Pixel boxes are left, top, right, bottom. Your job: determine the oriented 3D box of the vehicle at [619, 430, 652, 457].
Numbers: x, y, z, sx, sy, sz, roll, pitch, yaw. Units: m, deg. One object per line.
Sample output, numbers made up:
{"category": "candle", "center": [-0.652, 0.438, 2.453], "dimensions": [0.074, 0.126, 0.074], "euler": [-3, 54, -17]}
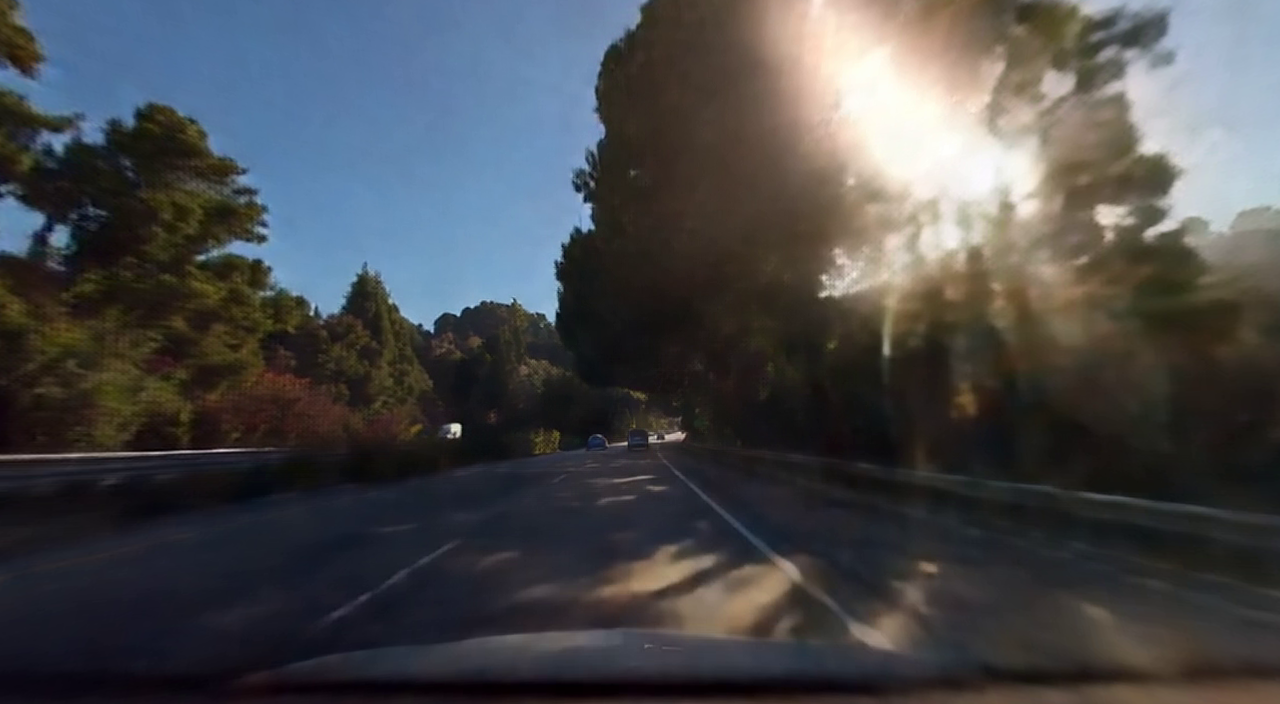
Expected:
{"category": "vehicle", "center": [-0.352, 5.922, 40.988], "dimensions": [2.041, 1.618, 3.898], "euler": [0, -8, -1]}
